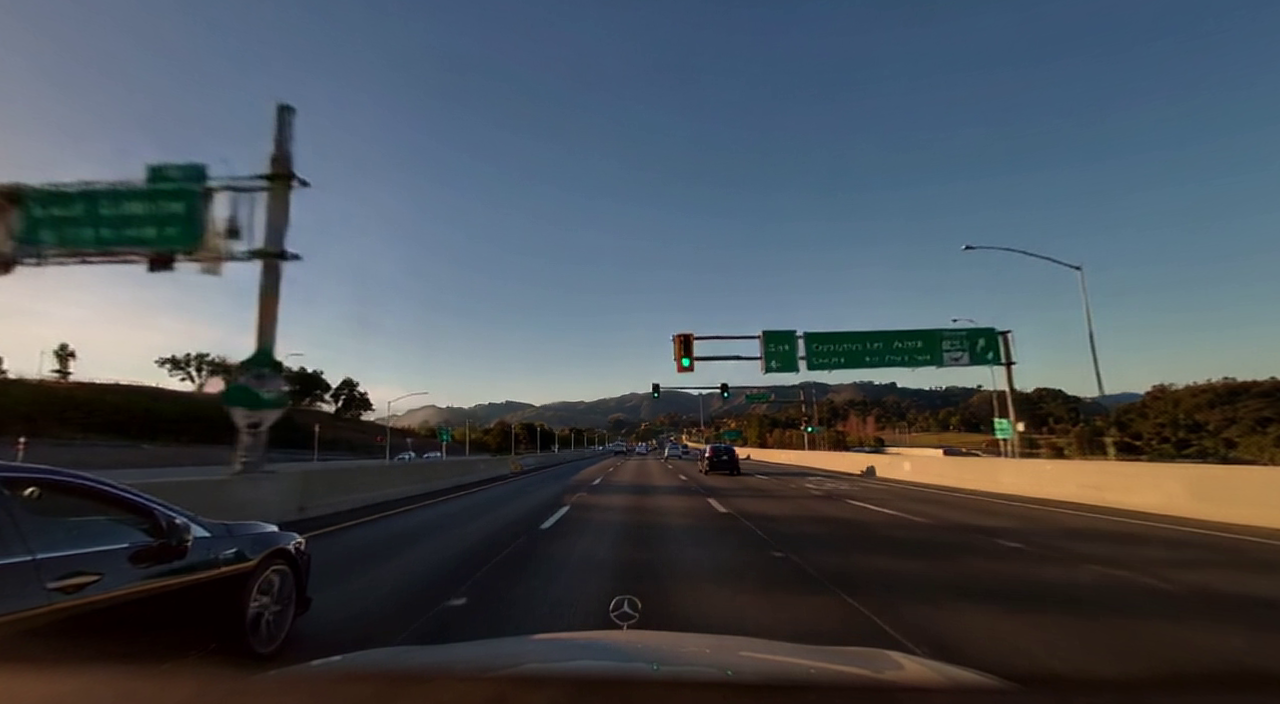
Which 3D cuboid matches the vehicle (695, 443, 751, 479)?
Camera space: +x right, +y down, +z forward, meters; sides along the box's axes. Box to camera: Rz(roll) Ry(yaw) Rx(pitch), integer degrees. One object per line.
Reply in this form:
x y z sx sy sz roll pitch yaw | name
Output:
3.677 4.916 28.732 1.916 1.469 4.481 0 -8 -1 | vehicle
